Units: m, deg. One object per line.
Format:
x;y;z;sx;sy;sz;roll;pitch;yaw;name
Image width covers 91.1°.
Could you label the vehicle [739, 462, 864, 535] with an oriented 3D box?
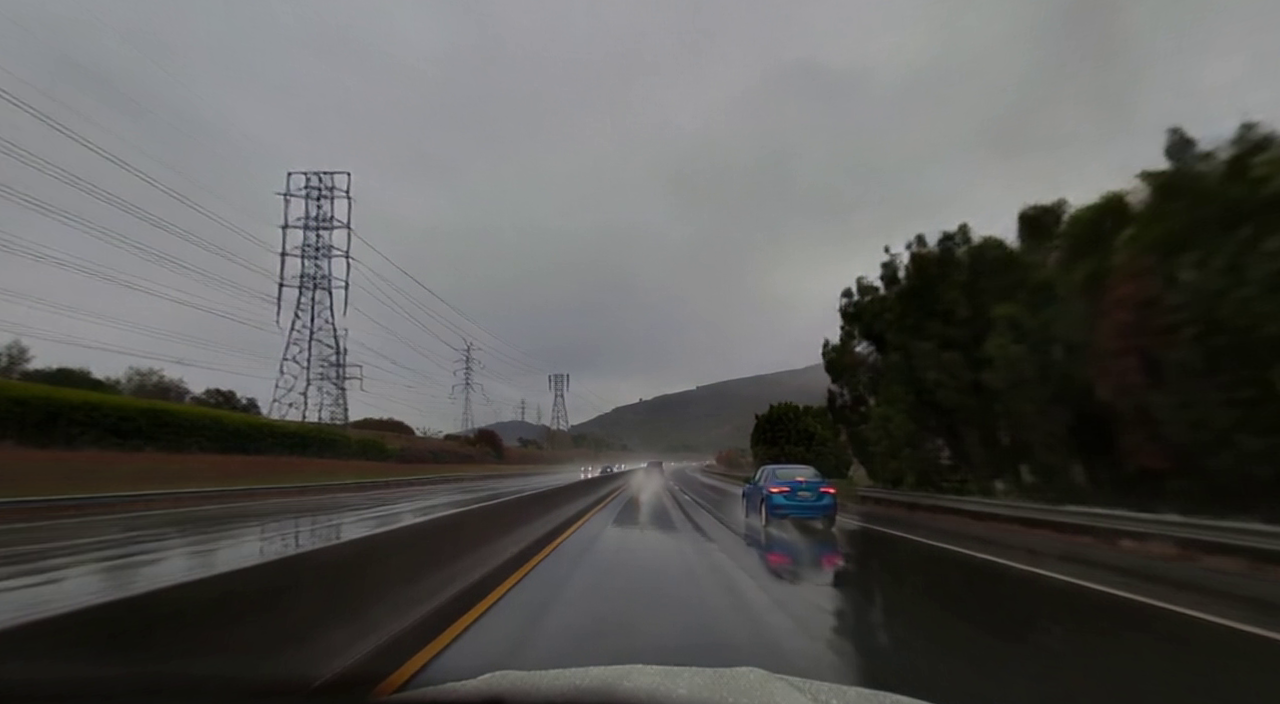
3.766;3.499;15.445;1.985;1.521;3.904;1;-10;-1;vehicle
